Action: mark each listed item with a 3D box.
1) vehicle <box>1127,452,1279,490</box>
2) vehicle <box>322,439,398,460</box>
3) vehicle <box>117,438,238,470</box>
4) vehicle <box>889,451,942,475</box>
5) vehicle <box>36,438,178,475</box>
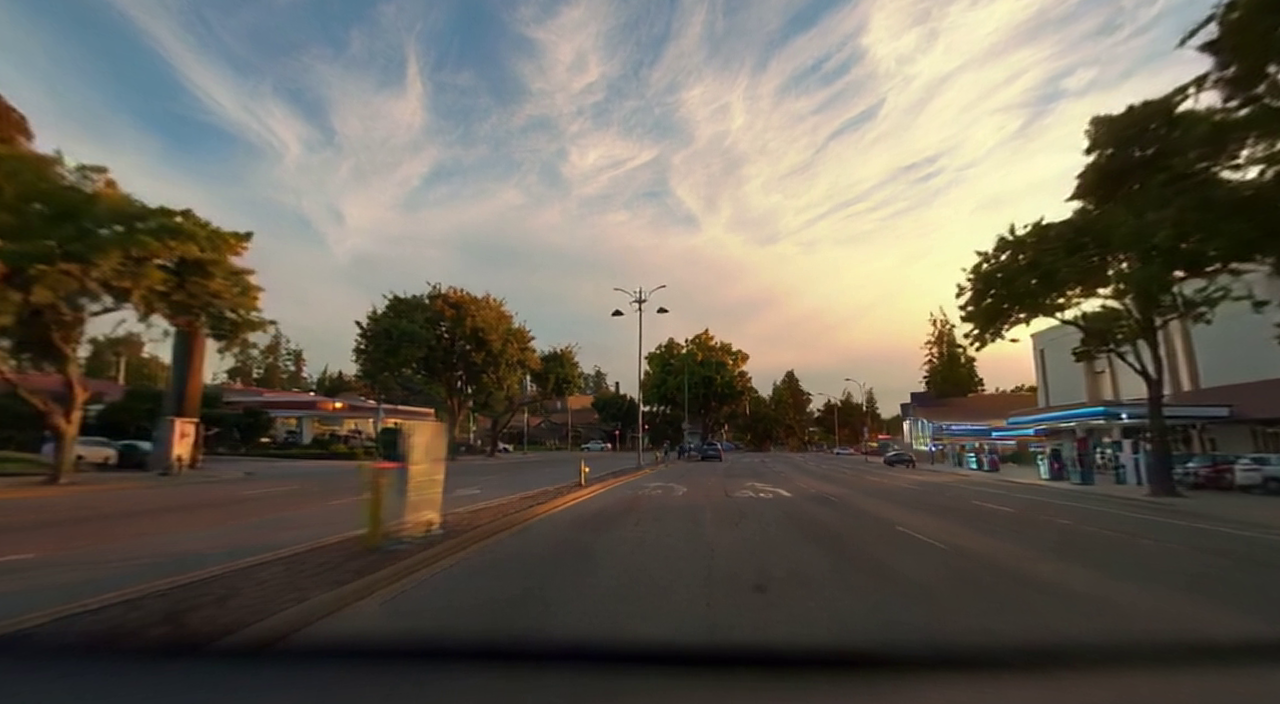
[{"bbox_3d":[24.300,5.099,27.530,1.843,1.455,4.558,2,-9,-14],"label":"vehicle"},{"bbox_3d":[-19.188,6.704,43.356,4.343,1.379,1.851,-1,-9,8],"label":"vehicle"},{"bbox_3d":[-21.531,4.749,29.506,4.425,1.438,1.879,-1,-9,9],"label":"vehicle"},{"bbox_3d":[18.149,7.312,41.807,2.099,1.464,4.615,-1,-9,9],"label":"vehicle"},{"bbox_3d":[-21.866,4.267,25.980,4.520,1.439,1.919,-1,-9,11],"label":"vehicle"}]
